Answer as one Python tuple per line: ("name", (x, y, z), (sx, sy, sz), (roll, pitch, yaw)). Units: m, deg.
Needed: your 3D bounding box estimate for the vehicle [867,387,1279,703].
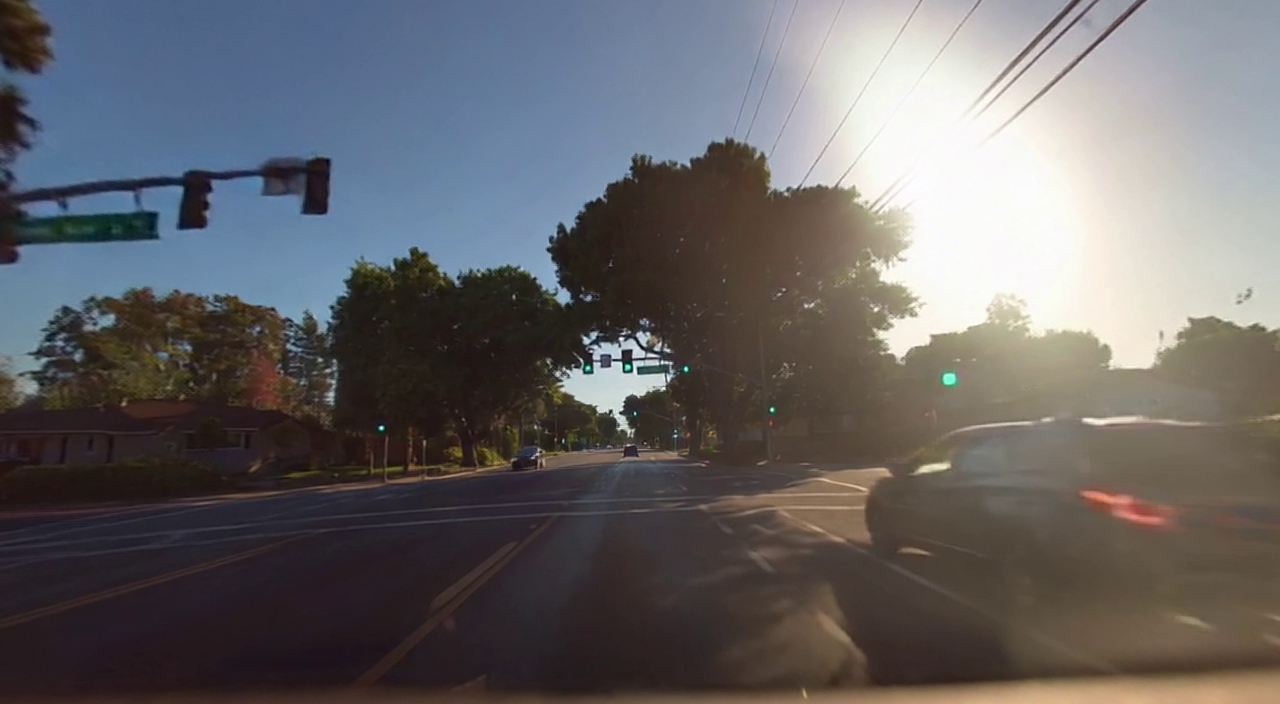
("vehicle", (3.788, 1.337, 5.506), (1.900, 1.661, 4.346), (1, -8, -1))
